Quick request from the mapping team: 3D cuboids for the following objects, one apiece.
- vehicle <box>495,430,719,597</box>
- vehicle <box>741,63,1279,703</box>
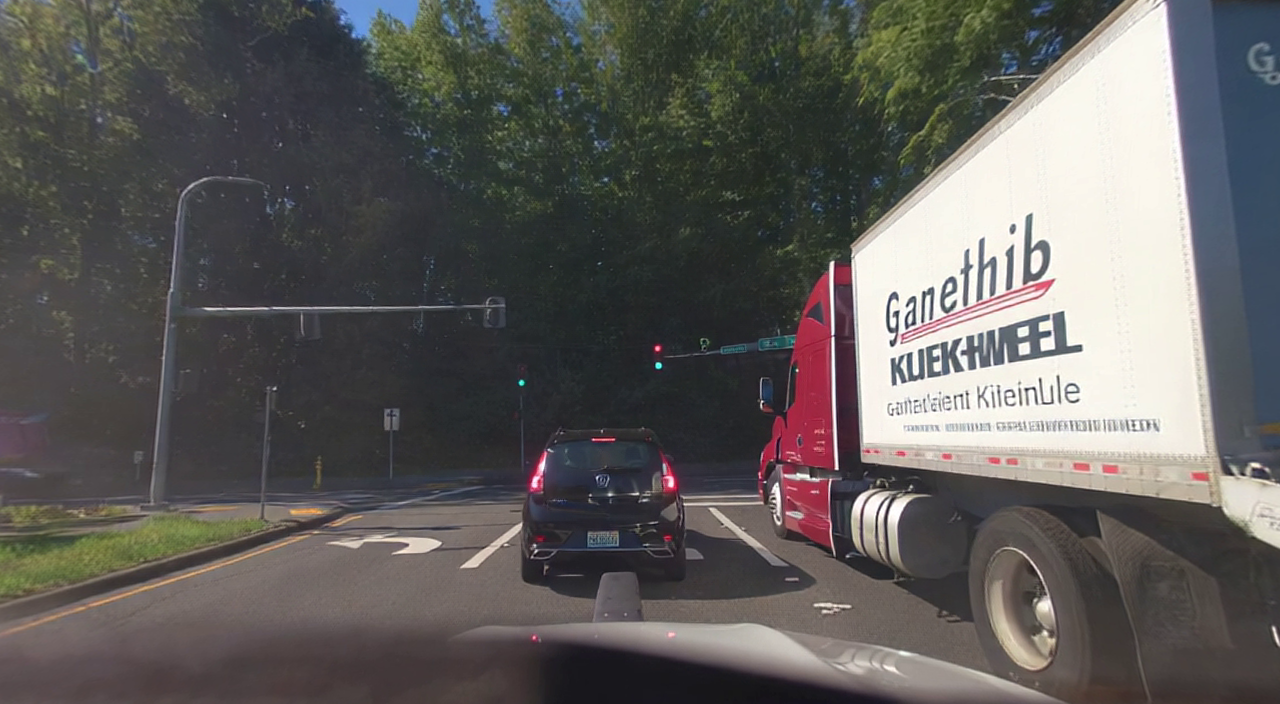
[{"bbox_3d":[-0.330,1.709,7.424,1.975,1.457,3.526,0,-9,-1],"label":"vehicle"},{"bbox_3d":[3.506,0.832,8.404,2.884,3.753,9.763,0,-9,1],"label":"vehicle"}]
